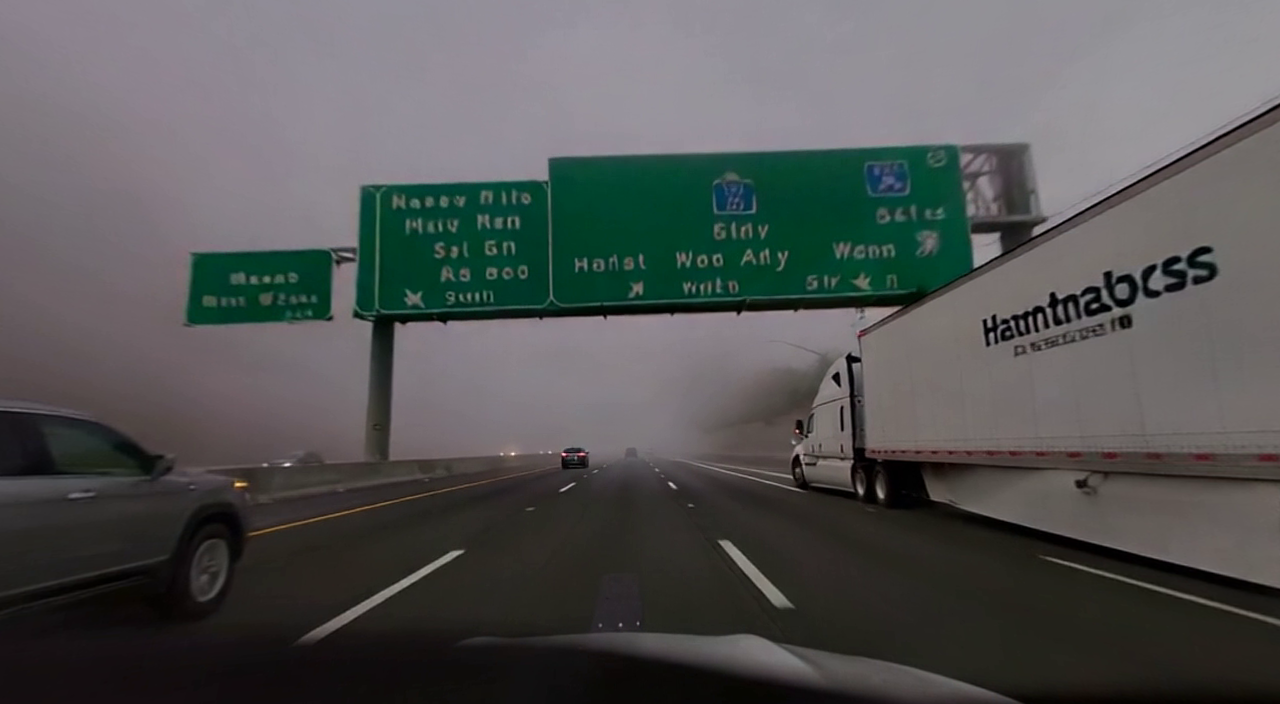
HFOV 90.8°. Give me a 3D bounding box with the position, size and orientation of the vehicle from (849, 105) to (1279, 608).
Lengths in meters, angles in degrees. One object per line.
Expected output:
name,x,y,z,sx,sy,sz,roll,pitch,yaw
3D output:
vehicle,6.833,0.414,7.808,2.919,4.195,15.833,0,-9,-1

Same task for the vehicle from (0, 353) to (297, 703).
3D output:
vehicle,-3.994,0.852,3.029,2.084,1.634,4.693,0,-9,-1

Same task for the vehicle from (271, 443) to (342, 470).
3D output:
vehicle,-21.458,6.720,40.913,2.078,1.610,4.663,0,-9,0

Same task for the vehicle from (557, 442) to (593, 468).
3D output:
vehicle,-4.308,6.944,42.556,2.027,1.651,4.099,0,-9,0
